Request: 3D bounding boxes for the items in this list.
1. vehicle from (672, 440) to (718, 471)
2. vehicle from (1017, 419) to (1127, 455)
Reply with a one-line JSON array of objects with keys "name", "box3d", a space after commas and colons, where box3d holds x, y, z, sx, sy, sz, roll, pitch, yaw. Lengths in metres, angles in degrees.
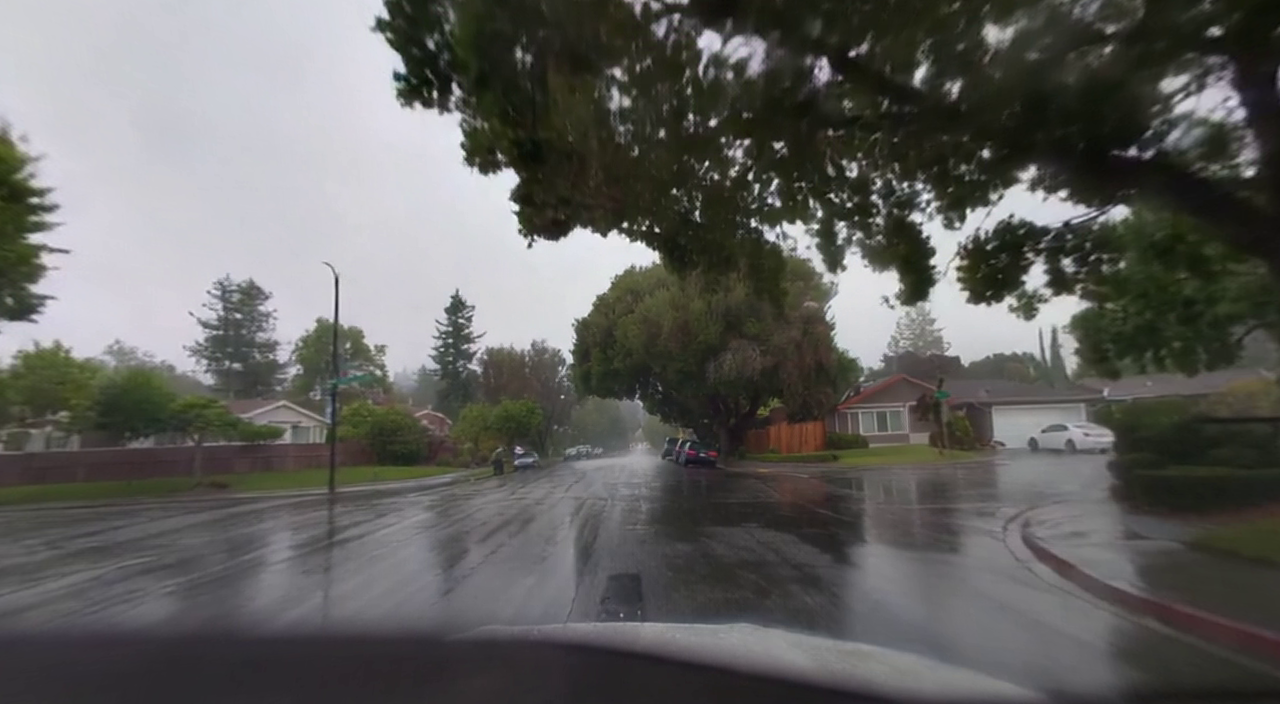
[{"name": "vehicle", "box3d": [2.892, 5.504, 33.811, 1.881, 1.487, 4.183, 0, -8, -3]}, {"name": "vehicle", "box3d": [19.441, 3.892, 28.716, 1.839, 1.466, 4.486, 1, -8, 1]}]
